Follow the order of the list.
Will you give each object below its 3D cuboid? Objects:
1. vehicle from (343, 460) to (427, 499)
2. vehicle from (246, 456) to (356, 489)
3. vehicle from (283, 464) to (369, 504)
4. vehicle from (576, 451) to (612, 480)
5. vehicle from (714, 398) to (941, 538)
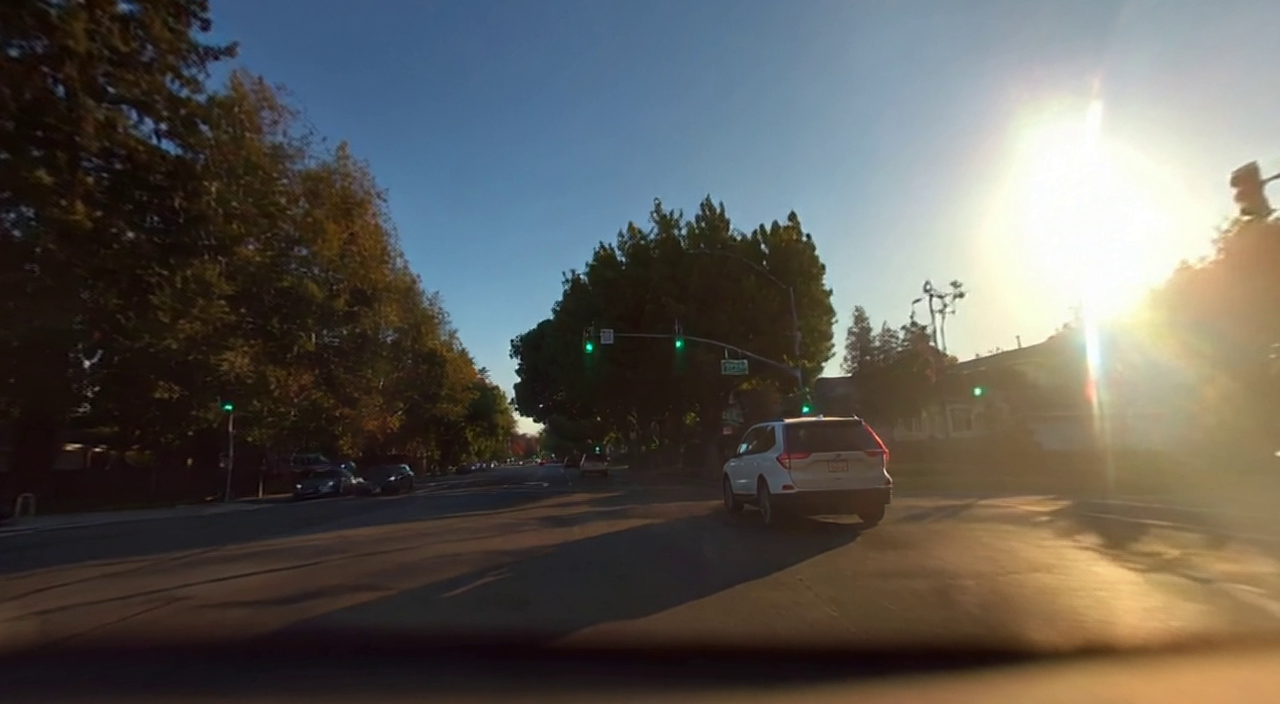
[{"bbox_3d":[-11.197,5.607,28.049,2.035,1.475,4.639,0,-9,-4],"label":"vehicle"},{"bbox_3d":[-21.751,7.767,40.682,5.734,1.950,2.287,1,-9,-6],"label":"vehicle"},{"bbox_3d":[-14.788,6.217,30.015,1.955,1.509,4.640,-3,-9,-3],"label":"vehicle"},{"bbox_3d":[-3.112,7.416,41.571,2.138,1.729,4.178,1,-9,-7],"label":"vehicle"},{"bbox_3d":[3.158,2.144,12.301,2.338,2.063,5.592,0,-9,-4],"label":"vehicle"}]
